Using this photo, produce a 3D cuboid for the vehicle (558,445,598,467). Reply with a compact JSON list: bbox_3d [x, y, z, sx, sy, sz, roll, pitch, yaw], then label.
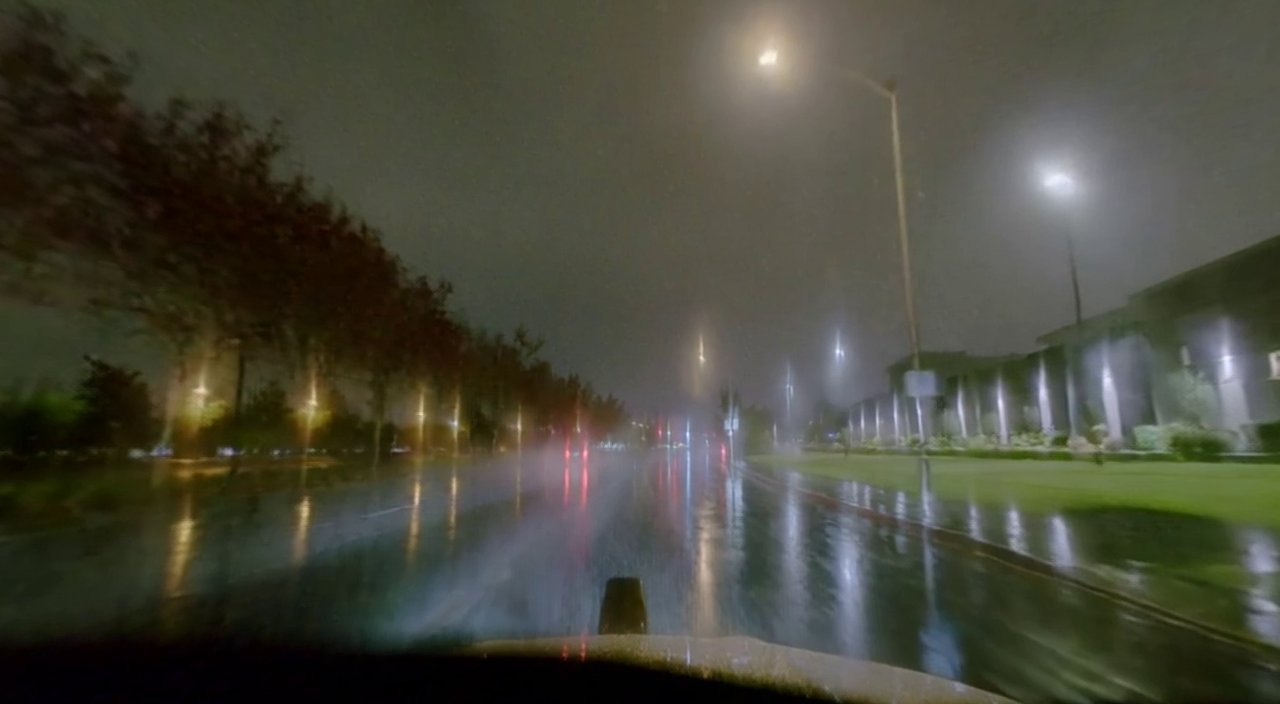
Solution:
[{"bbox_3d":[-4.221,7.162,43.620,1.945,1.461,4.605,-1,-8,5],"label":"vehicle"}]
